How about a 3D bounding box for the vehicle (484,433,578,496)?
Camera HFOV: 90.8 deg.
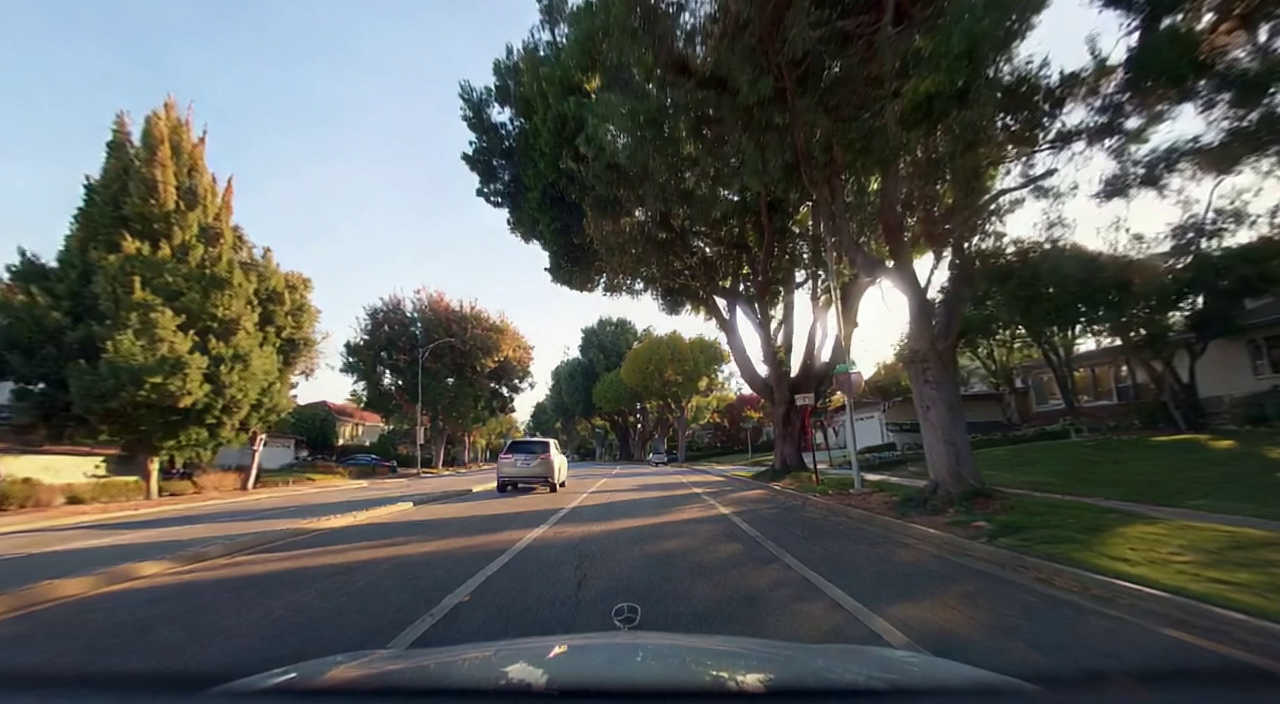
[{"bbox_3d":[-3.332,3.538,20.242,2.175,1.772,4.442,0,-8,0],"label":"vehicle"}]
